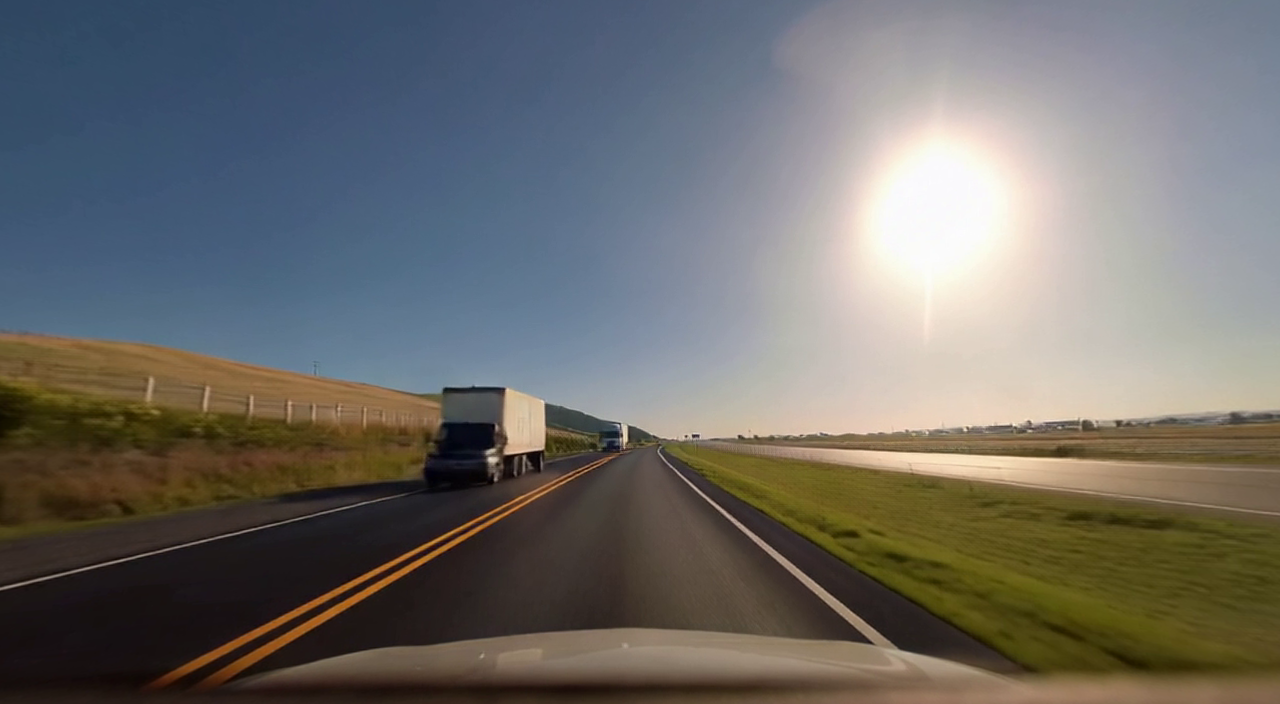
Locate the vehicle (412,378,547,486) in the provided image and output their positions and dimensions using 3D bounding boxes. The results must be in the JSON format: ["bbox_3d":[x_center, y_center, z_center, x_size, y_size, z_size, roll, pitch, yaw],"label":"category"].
[{"bbox_3d":[-5.815,3.216,24.734,2.751,3.436,8.990,-1,-8,1],"label":"vehicle"}]
